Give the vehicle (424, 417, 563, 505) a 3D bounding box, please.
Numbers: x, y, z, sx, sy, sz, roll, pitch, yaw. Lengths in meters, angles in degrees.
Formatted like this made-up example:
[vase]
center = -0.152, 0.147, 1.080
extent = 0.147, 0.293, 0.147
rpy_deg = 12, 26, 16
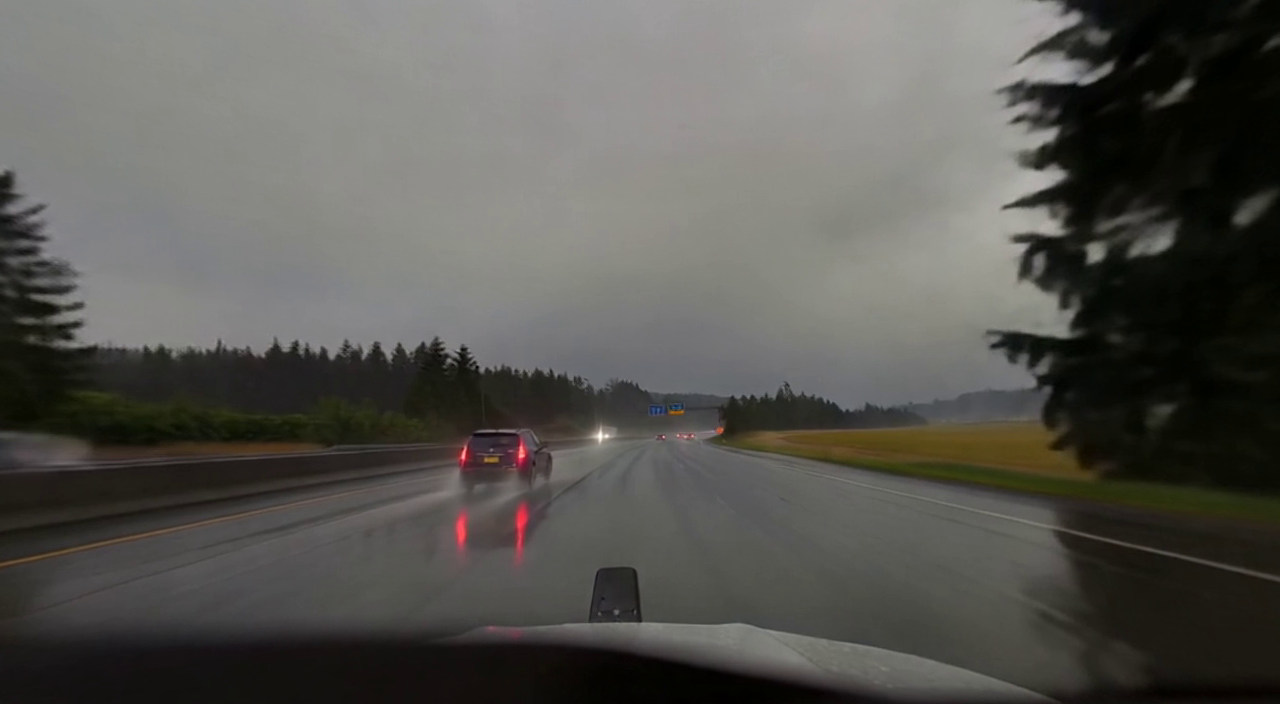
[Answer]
[vehicle]
center = -3.046, 2.364, 14.130
extent = 2.084, 1.654, 4.080
rpy_deg = 0, -8, 1
